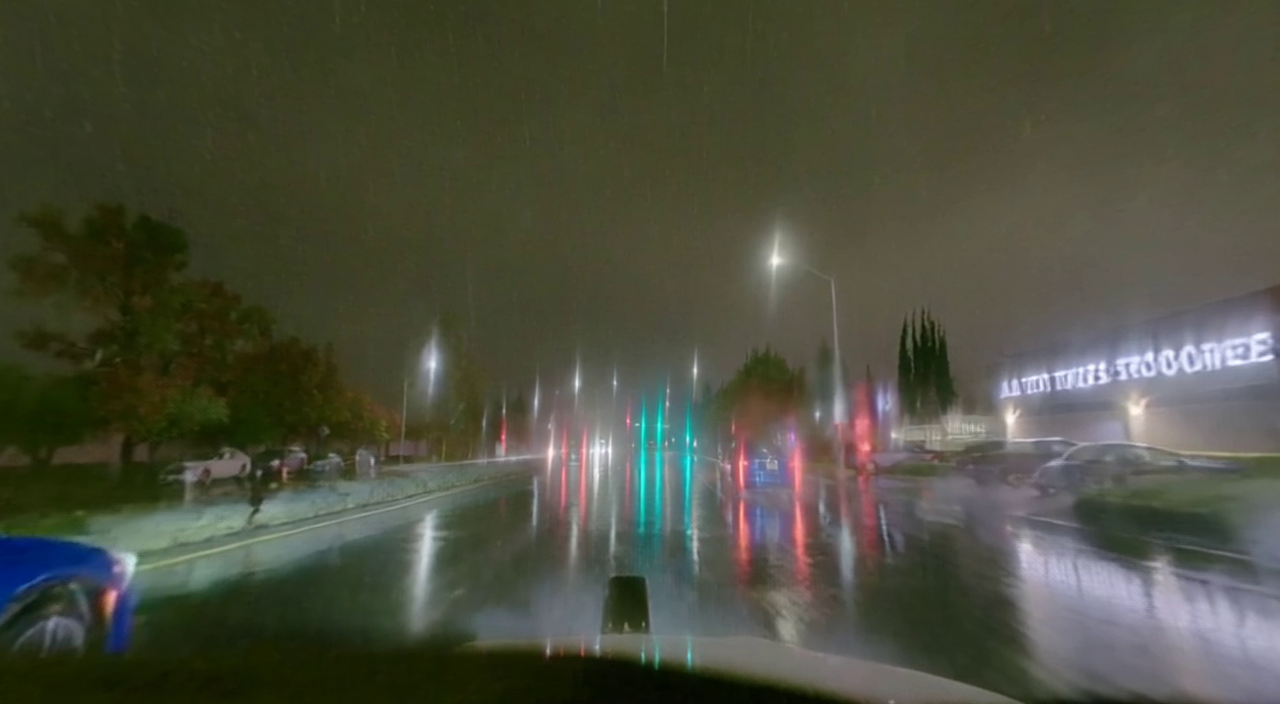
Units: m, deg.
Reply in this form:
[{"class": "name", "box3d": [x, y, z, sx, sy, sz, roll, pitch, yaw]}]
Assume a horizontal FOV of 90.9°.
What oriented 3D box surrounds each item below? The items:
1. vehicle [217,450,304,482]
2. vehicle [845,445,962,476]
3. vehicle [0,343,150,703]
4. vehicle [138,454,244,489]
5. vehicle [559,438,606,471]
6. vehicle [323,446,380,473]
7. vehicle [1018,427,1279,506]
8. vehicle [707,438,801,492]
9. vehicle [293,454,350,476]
[{"class": "vehicle", "box3d": [-21.678, 6.493, 36.244, 2.029, 1.636, 4.549, -1, -8, 2]}, {"class": "vehicle", "box3d": [12.686, 5.231, 30.574, 4.757, 1.327, 2.062, 0, -7, -2]}, {"class": "vehicle", "box3d": [-3.627, 0.588, 0.872, 2.023, 1.720, 4.741, 0, -8, 1]}, {"class": "vehicle", "box3d": [-21.665, 5.753, 30.639, 1.799, 1.465, 4.390, -1, -8, 2]}, {"class": "vehicle", "box3d": [-3.027, 5.481, 33.888, 2.113, 1.626, 4.129, 0, -8, 0]}, {"class": "vehicle", "box3d": [-21.926, 8.164, 48.129, 2.203, 1.857, 4.581, 0, -8, -1]}, {"class": "vehicle", "box3d": [13.413, 2.985, 16.815, 5.342, 1.867, 2.147, 0, -8, -7]}, {"class": "vehicle", "box3d": [3.431, 3.490, 19.841, 2.083, 1.474, 4.360, 0, -8, -1]}, {"class": "vehicle", "box3d": [-21.675, 7.696, 42.992, 1.838, 1.351, 3.904, 0, -8, 0]}]
